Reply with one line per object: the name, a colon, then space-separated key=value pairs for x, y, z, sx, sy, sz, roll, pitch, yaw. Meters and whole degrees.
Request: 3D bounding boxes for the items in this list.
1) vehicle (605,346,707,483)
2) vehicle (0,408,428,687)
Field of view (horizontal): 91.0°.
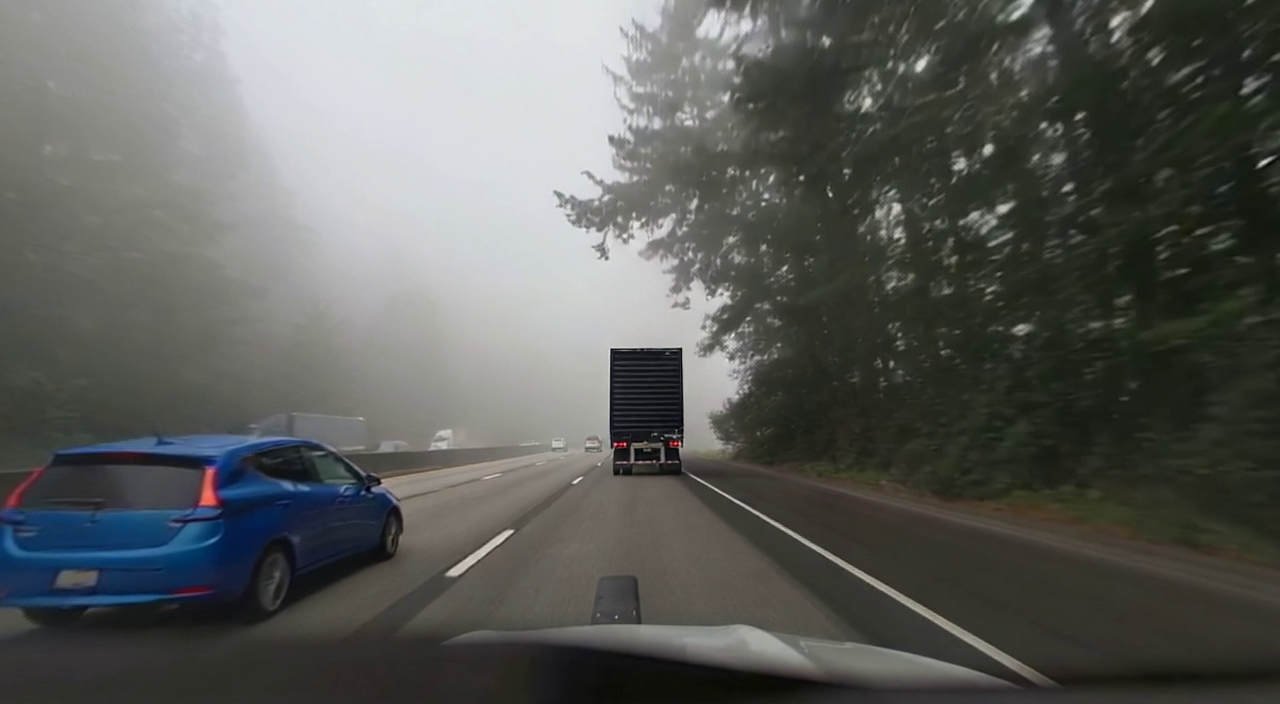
vehicle: x=0.442 y=2.641 z=24.564 sx=3.073 sy=4.196 sz=10.546 roll=0 pitch=-8 yaw=0
vehicle: x=-3.586 y=1.397 z=5.696 sx=1.854 sy=1.530 sz=4.268 roll=0 pitch=-8 yaw=0
